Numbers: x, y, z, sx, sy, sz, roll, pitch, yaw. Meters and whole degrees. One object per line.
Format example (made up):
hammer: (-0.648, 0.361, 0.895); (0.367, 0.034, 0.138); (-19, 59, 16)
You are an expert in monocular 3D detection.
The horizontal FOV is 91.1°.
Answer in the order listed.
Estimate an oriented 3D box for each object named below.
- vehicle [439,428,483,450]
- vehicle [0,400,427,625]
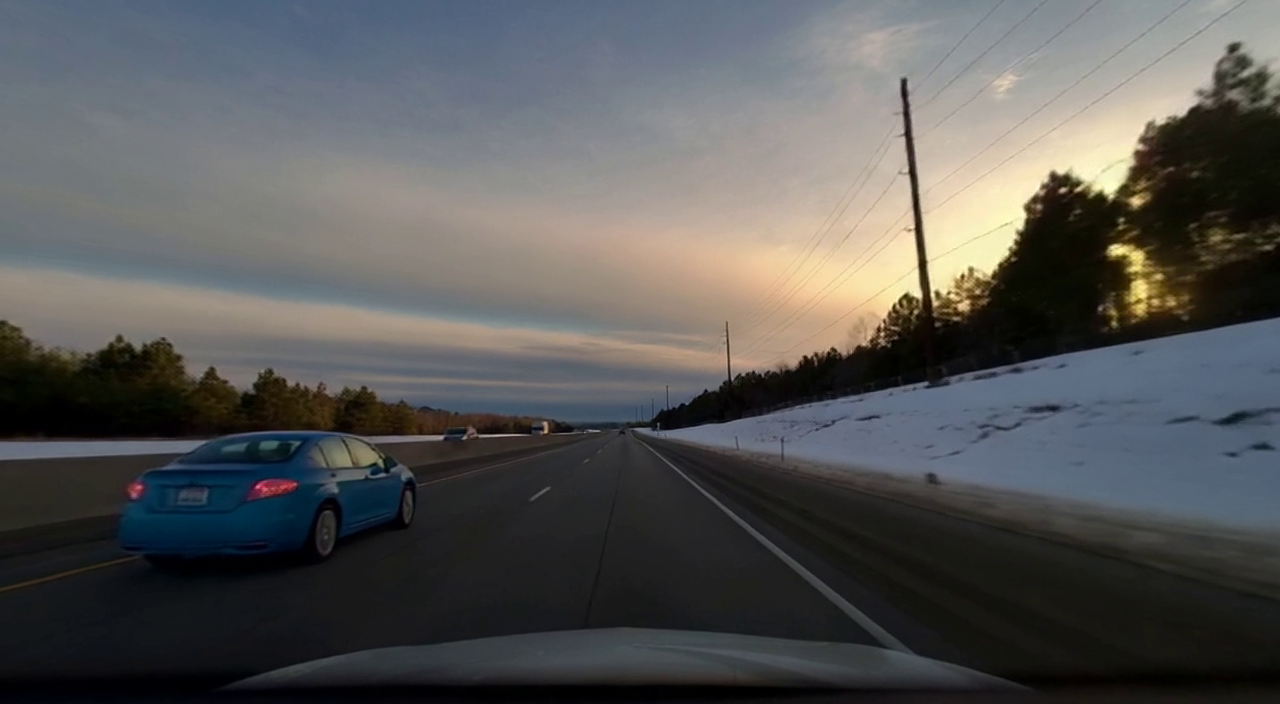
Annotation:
vehicle: (-12.807, 6.269, 45.258); (1.904, 1.494, 4.227); (0, -8, 0)
vehicle: (-3.841, 1.372, 6.366); (1.999, 1.536, 3.969); (0, -8, 0)
